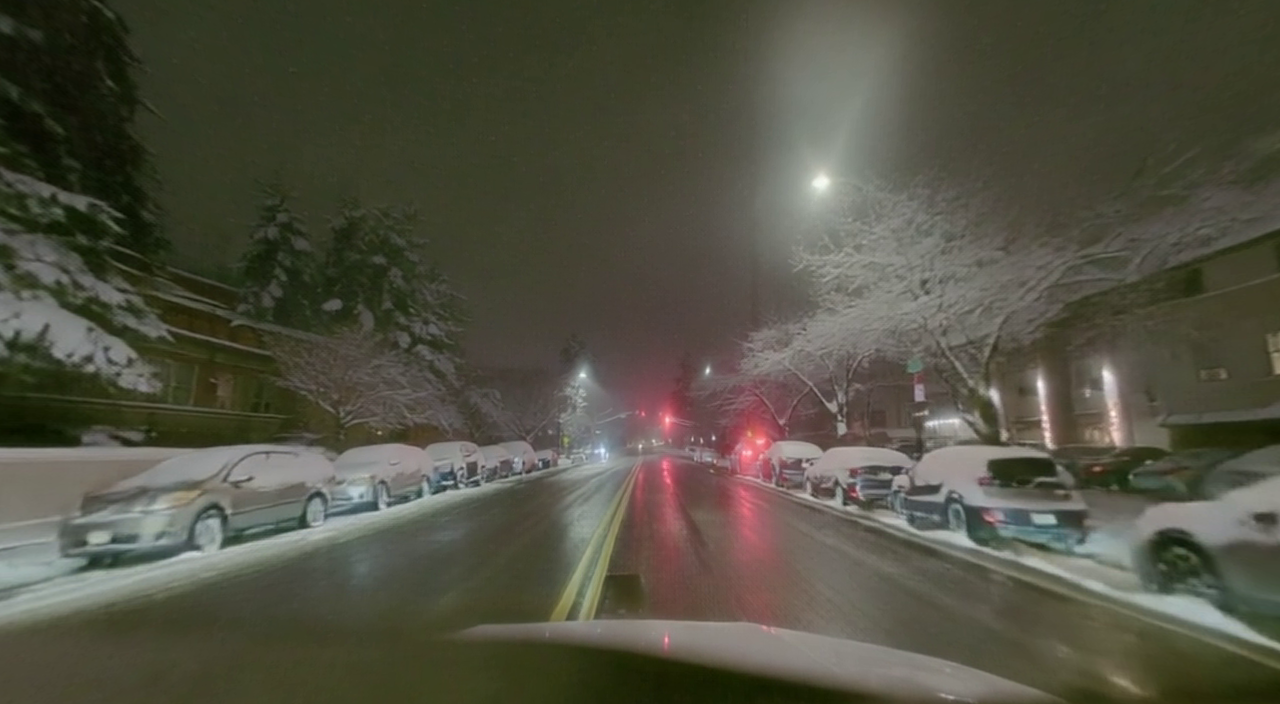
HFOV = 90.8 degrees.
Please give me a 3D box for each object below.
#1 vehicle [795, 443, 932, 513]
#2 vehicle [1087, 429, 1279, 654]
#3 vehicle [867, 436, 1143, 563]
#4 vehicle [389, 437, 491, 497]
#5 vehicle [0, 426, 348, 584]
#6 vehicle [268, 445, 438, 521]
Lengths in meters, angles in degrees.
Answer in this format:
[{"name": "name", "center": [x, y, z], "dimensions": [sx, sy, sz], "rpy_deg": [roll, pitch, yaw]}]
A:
[{"name": "vehicle", "center": [5.139, 2.922, 15.209], "dimensions": [1.798, 1.432, 4.330], "rpy_deg": [0, -9, 1]}, {"name": "vehicle", "center": [5.150, 1.180, 3.633], "dimensions": [1.747, 1.486, 4.672], "rpy_deg": [0, -9, 0]}, {"name": "vehicle", "center": [5.061, 2.055, 9.564], "dimensions": [1.729, 1.479, 4.101], "rpy_deg": [0, -8, 0]}, {"name": "vehicle", "center": [-6.302, 3.658, 20.511], "dimensions": [1.904, 1.727, 4.530], "rpy_deg": [0, -9, -1]}, {"name": "vehicle", "center": [-6.345, 1.996, 9.180], "dimensions": [1.947, 1.665, 4.716], "rpy_deg": [0, -9, 0]}, {"name": "vehicle", "center": [-6.446, 2.949, 14.836], "dimensions": [1.809, 1.499, 4.358], "rpy_deg": [0, -9, 2]}]
